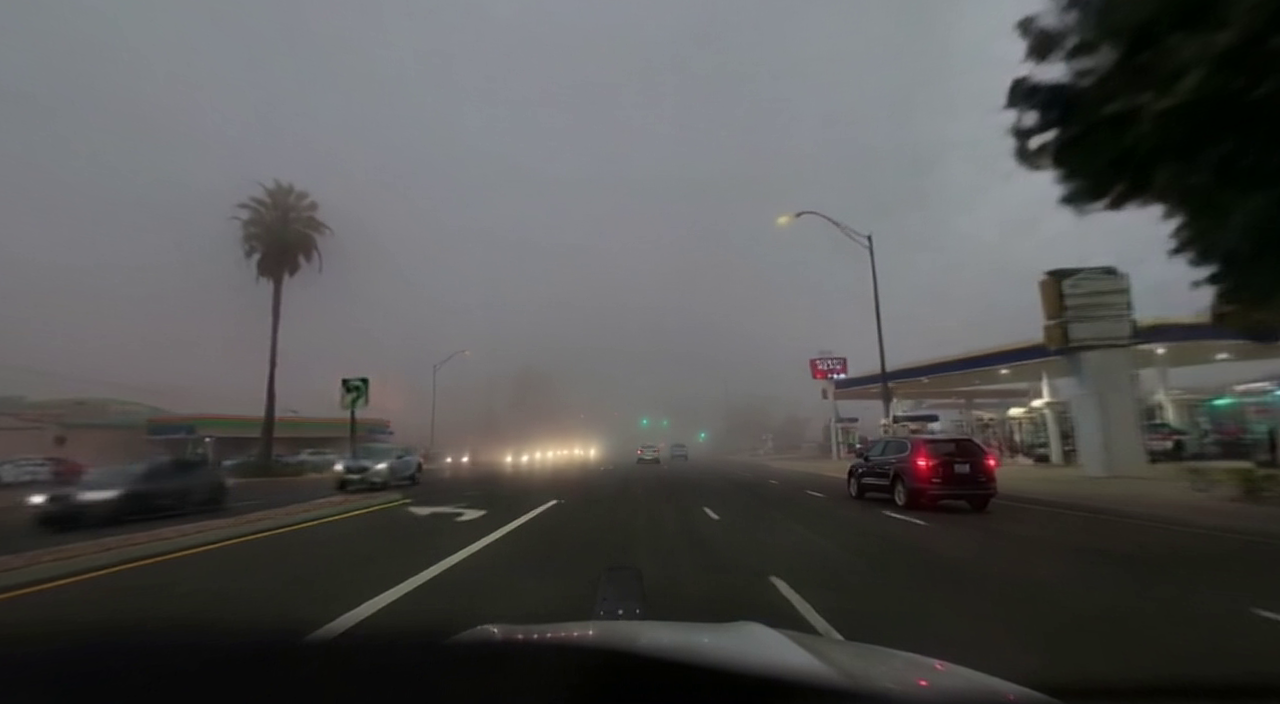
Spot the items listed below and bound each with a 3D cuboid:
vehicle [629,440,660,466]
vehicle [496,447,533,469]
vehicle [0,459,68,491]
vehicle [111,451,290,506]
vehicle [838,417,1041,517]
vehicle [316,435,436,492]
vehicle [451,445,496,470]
[{"bbox_3d":[0.335,7.417,46.574,2.177,1.754,3.815,-1,-8,0],"label":"vehicle"},{"bbox_3d":[-8.824,7.457,44.777,1.806,1.444,3.606,-1,-9,2],"label":"vehicle"},{"bbox_3d":[-32.592,6.276,32.291,4.623,1.572,2.097,0,-11,0],"label":"vehicle"},{"bbox_3d":[-13.917,3.996,20.541,2.098,1.478,4.928,-1,-8,3],"label":"vehicle"},{"bbox_3d":[6.302,2.482,14.162,2.066,1.807,4.893,0,-9,-1],"label":"vehicle"},{"bbox_3d":[-9.282,3.945,22.812,2.042,1.782,4.919,-1,-9,2],"label":"vehicle"},{"bbox_3d":[-12.197,7.733,46.589,2.082,1.720,4.316,-1,-8,1],"label":"vehicle"}]
